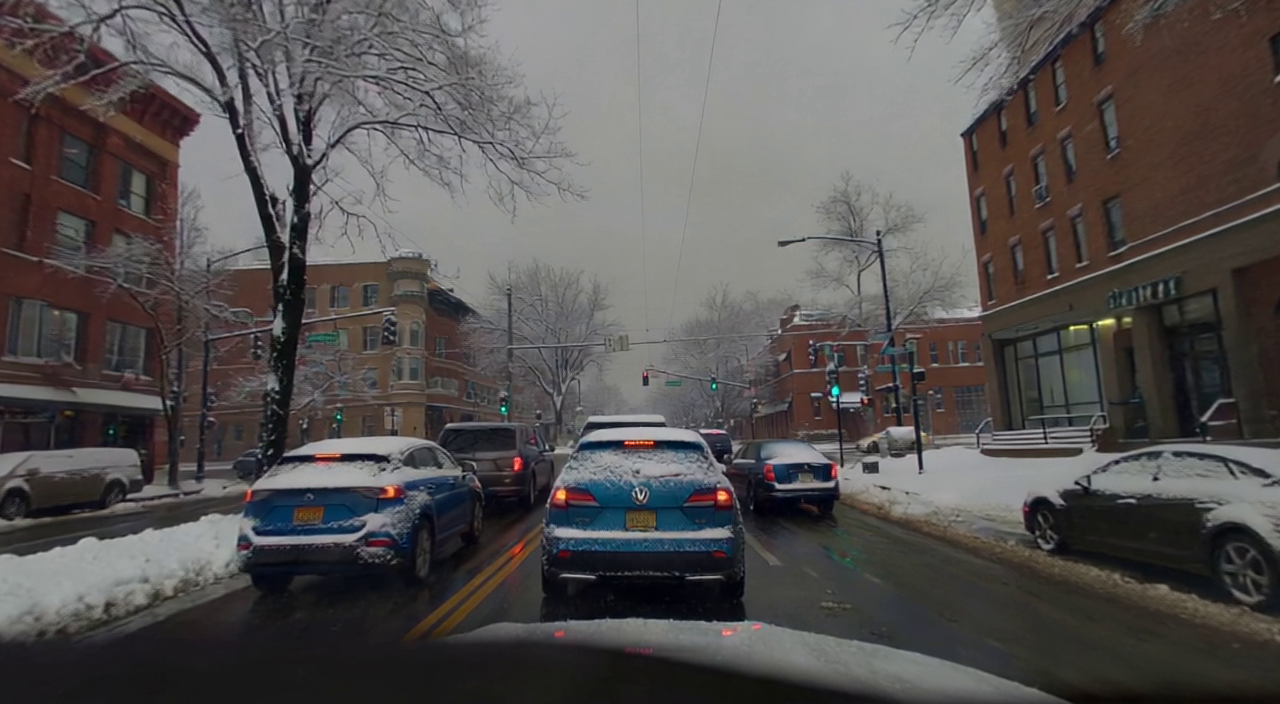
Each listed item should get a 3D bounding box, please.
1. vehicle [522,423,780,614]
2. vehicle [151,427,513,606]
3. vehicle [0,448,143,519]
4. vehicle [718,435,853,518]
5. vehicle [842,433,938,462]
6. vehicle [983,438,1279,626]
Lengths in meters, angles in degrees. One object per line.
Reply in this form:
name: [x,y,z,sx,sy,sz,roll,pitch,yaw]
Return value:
vehicle: [0.081,1.589,6.822,2.022,1.481,3.564,0,-9,0]
vehicle: [-3.011,1.698,7.406,2.131,1.486,4.089,0,-9,1]
vehicle: [-16.237,3.442,17.004,1.914,1.690,4.461,0,-9,1]
vehicle: [2.981,2.632,13.843,2.018,1.529,3.880,0,-9,0]
vehicle: [16.359,6.268,41.510,5.345,1.811,2.175,0,-9,-1]
vehicle: [5.964,1.701,6.877,1.873,1.453,4.579,0,-9,0]
